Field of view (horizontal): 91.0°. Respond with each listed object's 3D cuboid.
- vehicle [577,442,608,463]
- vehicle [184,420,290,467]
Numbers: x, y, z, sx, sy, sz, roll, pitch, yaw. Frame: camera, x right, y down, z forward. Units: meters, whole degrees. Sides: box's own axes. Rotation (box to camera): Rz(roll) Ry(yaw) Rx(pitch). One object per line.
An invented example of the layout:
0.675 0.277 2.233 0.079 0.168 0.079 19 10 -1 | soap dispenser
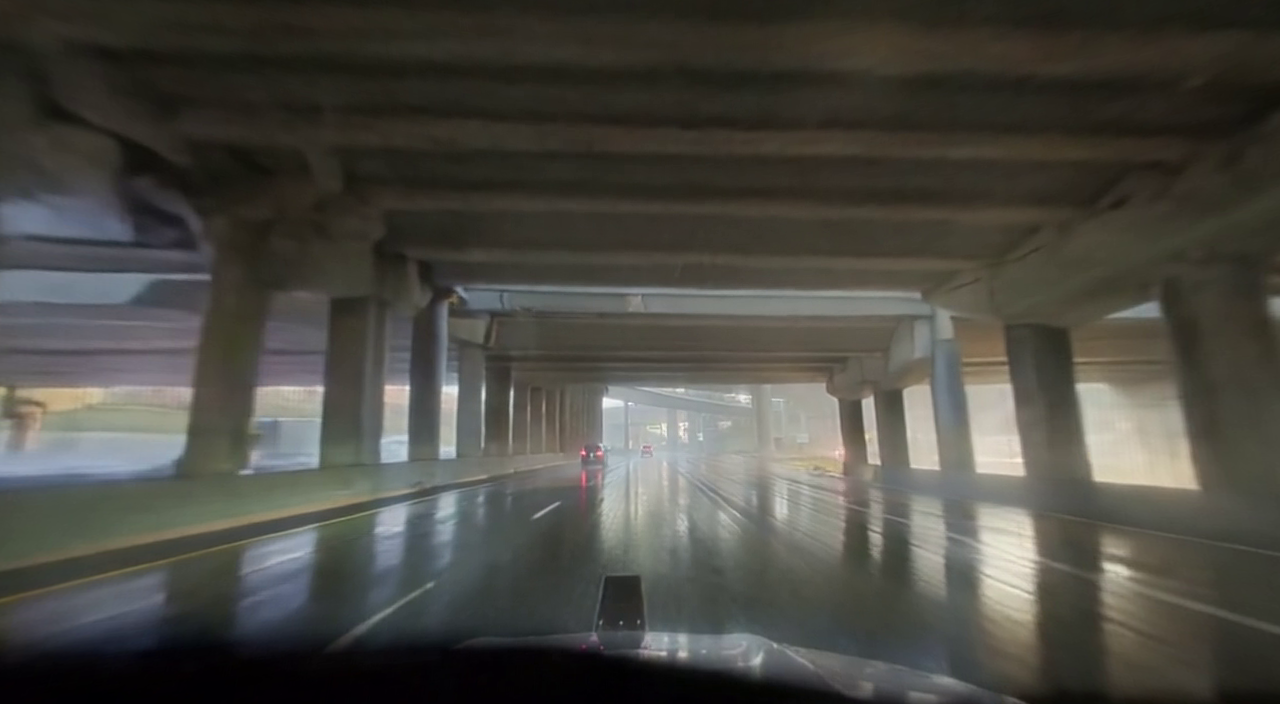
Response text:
-3.590 7.702 48.208 1.954 1.528 4.010 0 -9 1 | vehicle
-29.368 6.762 46.308 3.162 3.145 6.741 0 -9 1 | vehicle
